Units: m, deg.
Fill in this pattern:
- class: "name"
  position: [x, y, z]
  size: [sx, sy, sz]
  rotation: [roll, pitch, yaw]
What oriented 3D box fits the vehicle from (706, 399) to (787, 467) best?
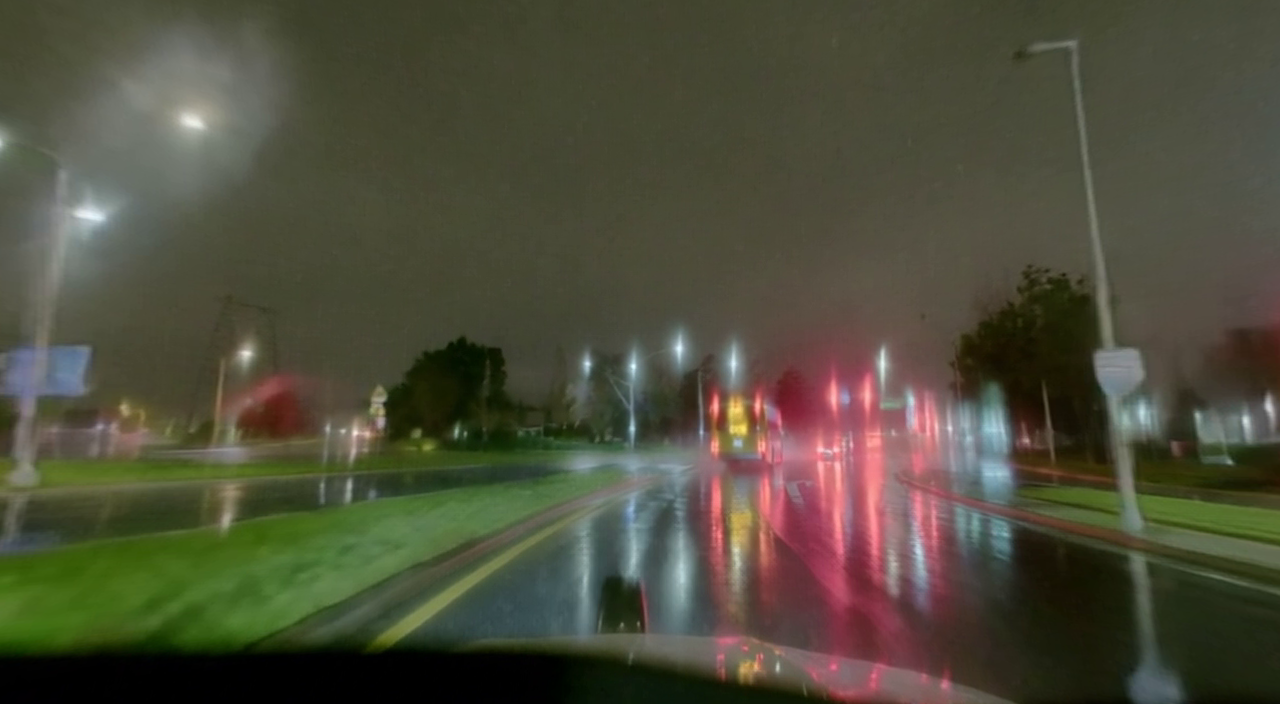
- class: "vehicle"
  position: [6.622, 4.948, 37.436]
  size: [3.031, 3.429, 11.005]
  rotation: [-3, -9, 18]
